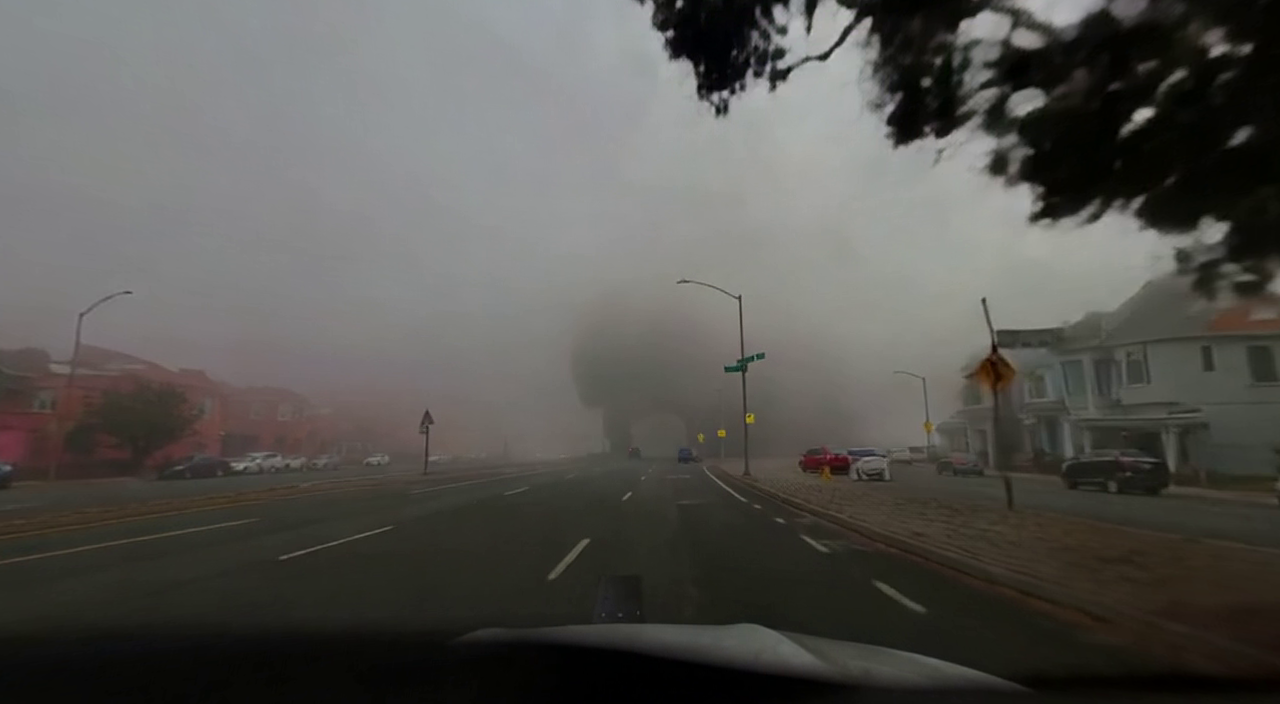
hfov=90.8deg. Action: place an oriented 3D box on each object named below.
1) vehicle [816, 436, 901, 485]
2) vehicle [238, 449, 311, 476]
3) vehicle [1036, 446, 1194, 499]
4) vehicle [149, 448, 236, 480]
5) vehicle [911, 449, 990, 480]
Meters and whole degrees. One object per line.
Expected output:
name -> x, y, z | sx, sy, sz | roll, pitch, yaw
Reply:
vehicle -> 9.413, 4.843, 27.700 | 1.923, 1.741, 4.683 | -3, -13, -1
vehicle -> -27.067, 8.145, 46.972 | 2.076, 1.815, 4.985 | 0, -9, 5
vehicle -> 15.935, 4.025, 21.583 | 1.940, 1.556, 4.542 | 1, -9, 1
vehicle -> -27.669, 7.032, 39.266 | 1.983, 1.691, 4.336 | -3, -13, 3
vehicle -> 16.500, 5.962, 33.859 | 1.969, 1.465, 4.930 | 0, -9, 3
